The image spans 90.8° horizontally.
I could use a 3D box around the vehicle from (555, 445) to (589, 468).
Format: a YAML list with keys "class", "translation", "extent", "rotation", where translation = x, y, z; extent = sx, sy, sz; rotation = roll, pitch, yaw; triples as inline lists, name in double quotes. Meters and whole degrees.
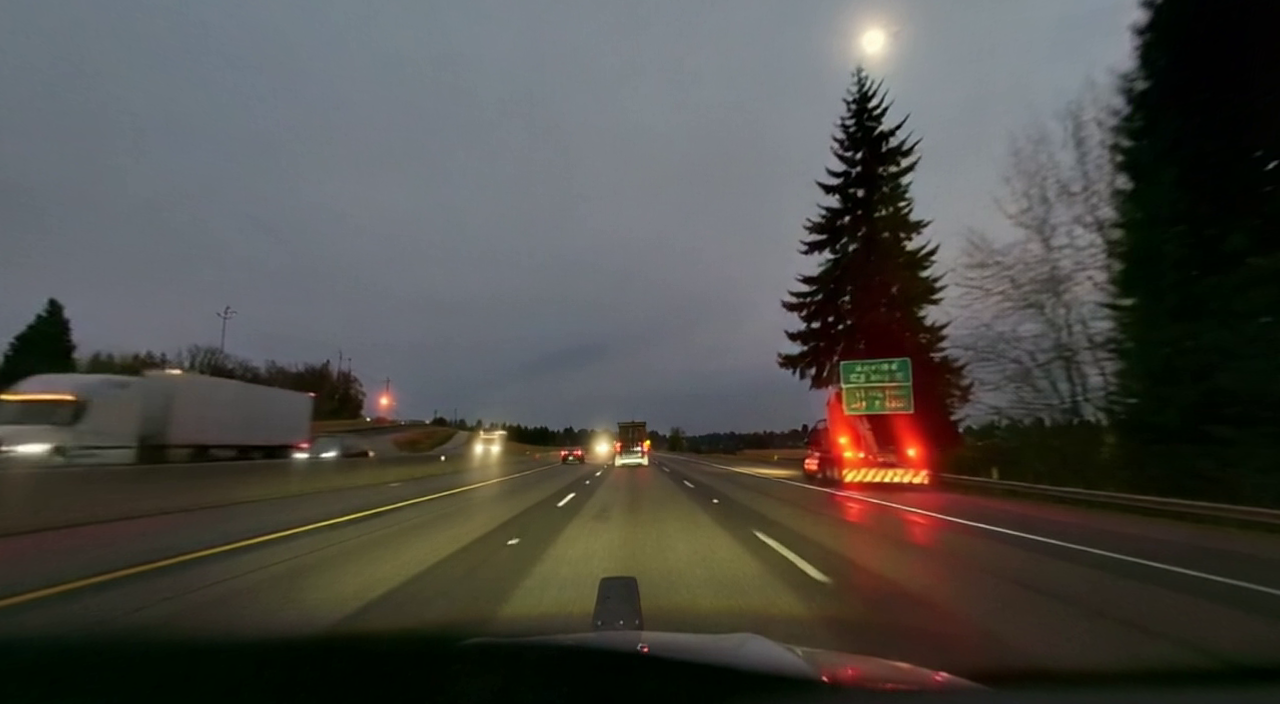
- class: "vehicle"
  translation: [-4.666, 7.213, 43.811]
  extent: [1.991, 1.484, 4.110]
  rotation: [0, -9, -1]

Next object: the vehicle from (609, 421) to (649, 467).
- class: "vehicle"
  translation: [-0.851, 6.689, 45.693]
  extent: [2.672, 3.056, 6.900]
  rotation: [0, -9, -2]

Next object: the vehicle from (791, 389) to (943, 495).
- class: "vehicle"
  translation: [6.913, 2.900, 20.242]
  extent: [2.419, 2.874, 6.010]
  rotation: [0, -9, -2]

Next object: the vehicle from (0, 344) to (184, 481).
- class: "vehicle"
  translation: [-18.905, 2.147, 20.958]
  extent: [2.930, 3.933, 5.854]
  rotation: [0, -9, -1]

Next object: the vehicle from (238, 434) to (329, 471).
- class: "vehicle"
  translation: [-15.392, 4.378, 27.481]
  extent: [1.773, 1.465, 3.804]
  rotation: [0, -9, -1]
